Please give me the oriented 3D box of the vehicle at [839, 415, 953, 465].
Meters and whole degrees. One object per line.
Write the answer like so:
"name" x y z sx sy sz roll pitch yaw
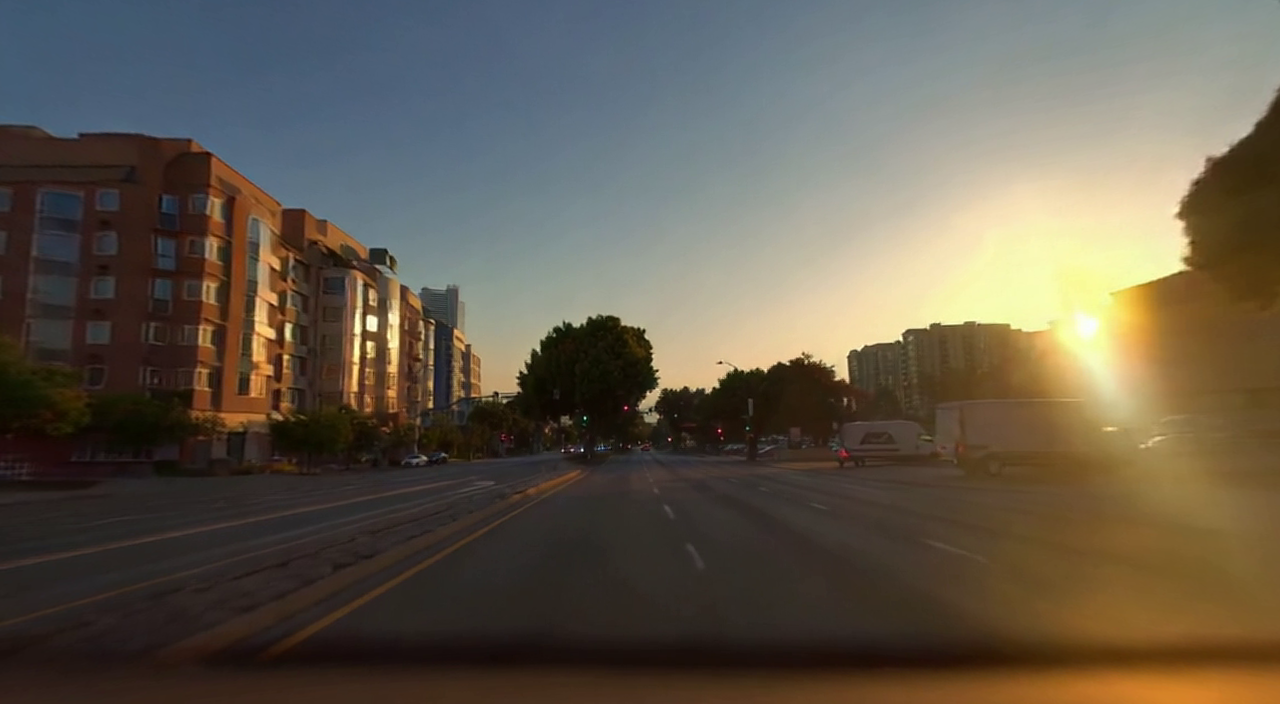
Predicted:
"vehicle" 17.634 6.145 43.938 6.639 3.312 2.759 0 -9 2

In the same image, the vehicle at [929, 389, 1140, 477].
"vehicle" 16.781 3.499 27.235 7.225 3.553 2.709 0 -9 -3
